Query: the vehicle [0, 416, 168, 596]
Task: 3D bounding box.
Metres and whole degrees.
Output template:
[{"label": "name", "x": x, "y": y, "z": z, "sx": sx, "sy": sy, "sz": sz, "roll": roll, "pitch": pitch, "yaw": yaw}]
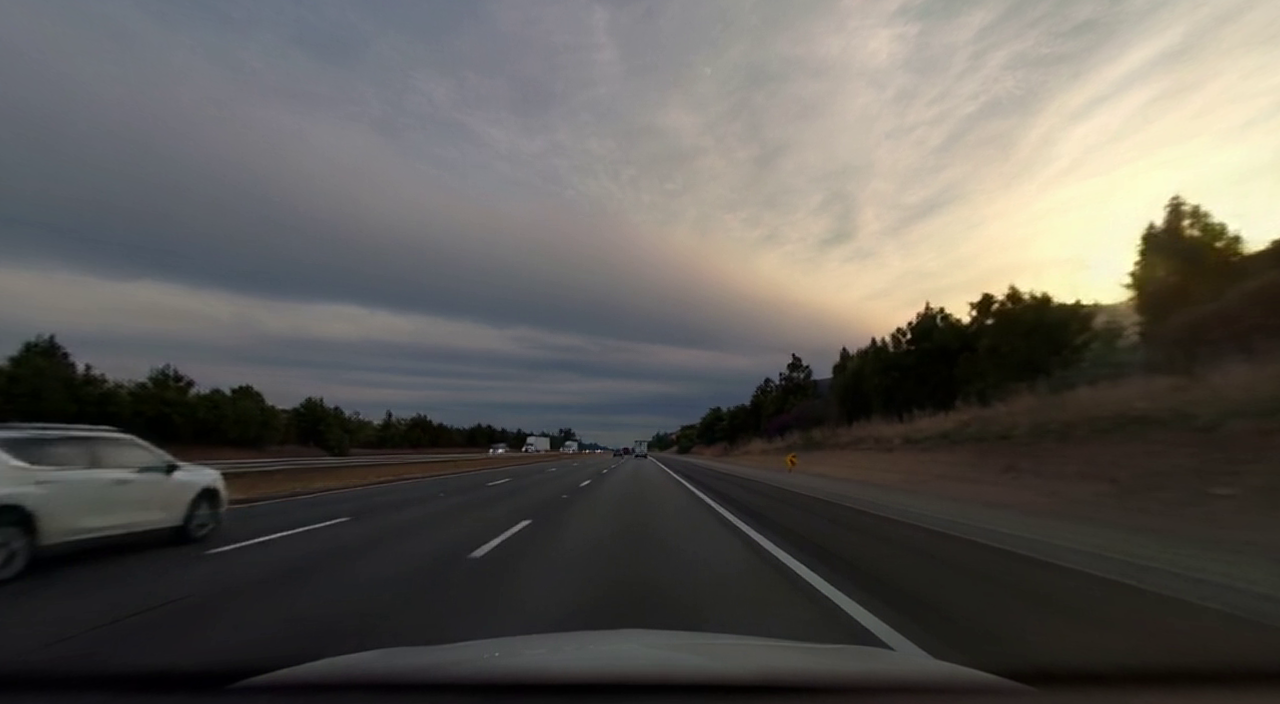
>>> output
[{"label": "vehicle", "x": -7.047, "y": 1.427, "z": 5.787, "sx": 2.115, "sy": 1.664, "sz": 4.259, "roll": 0, "pitch": -9, "yaw": 0}]
